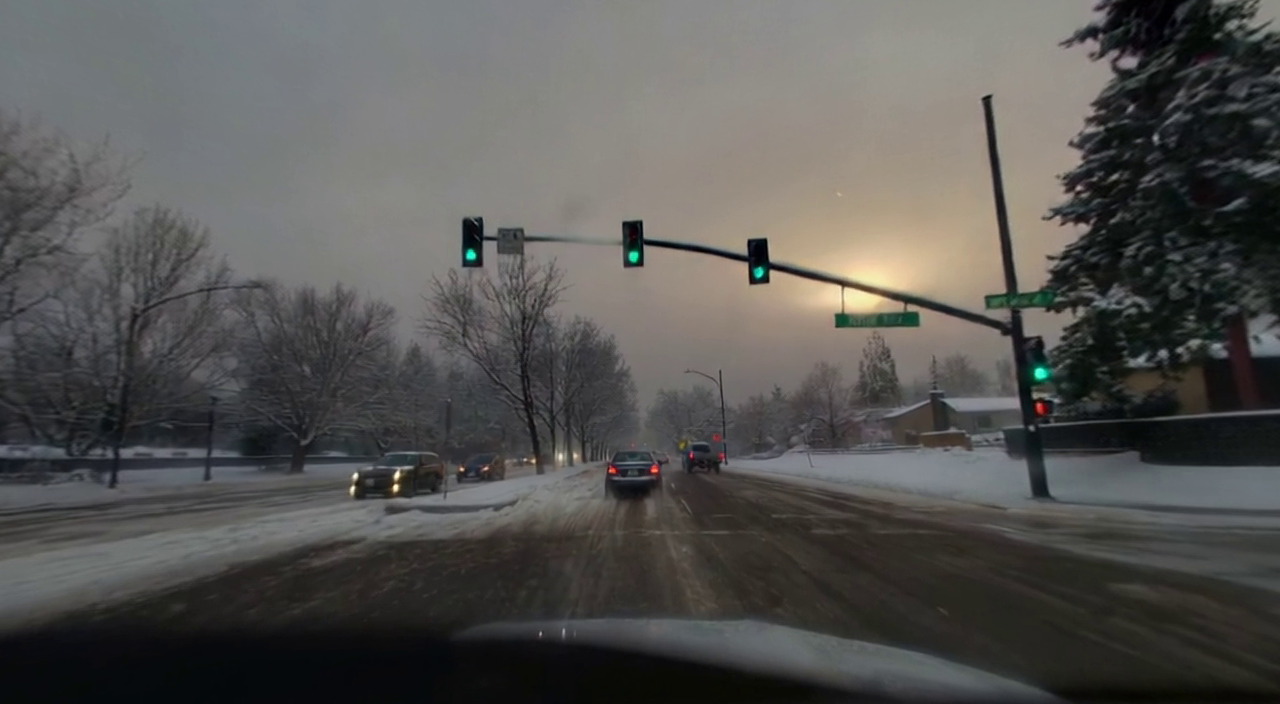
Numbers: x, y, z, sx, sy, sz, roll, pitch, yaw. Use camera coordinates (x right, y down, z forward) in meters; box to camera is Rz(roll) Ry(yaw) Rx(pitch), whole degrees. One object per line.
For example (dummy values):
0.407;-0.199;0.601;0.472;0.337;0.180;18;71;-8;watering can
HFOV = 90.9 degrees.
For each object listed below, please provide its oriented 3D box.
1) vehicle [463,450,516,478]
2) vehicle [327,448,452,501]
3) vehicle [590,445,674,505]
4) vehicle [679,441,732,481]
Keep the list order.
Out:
-8.763;6.545;37.184;2.035;1.463;4.527;0;-8;0;vehicle
-8.201;4.019;21.243;2.121;1.513;4.832;-1;-9;2;vehicle
-0.189;3.444;18.103;2.140;1.474;4.026;0;-8;0;vehicle
3.108;5.239;30.681;2.073;1.822;4.276;0;-8;-1;vehicle
